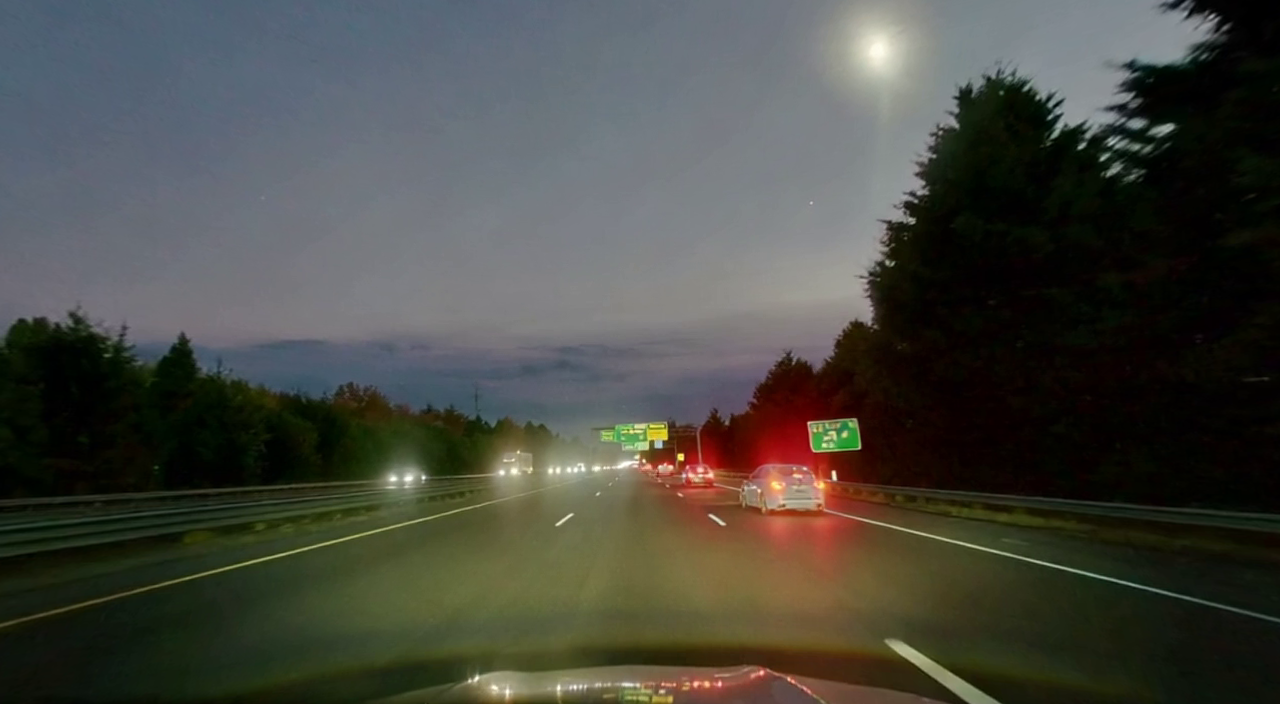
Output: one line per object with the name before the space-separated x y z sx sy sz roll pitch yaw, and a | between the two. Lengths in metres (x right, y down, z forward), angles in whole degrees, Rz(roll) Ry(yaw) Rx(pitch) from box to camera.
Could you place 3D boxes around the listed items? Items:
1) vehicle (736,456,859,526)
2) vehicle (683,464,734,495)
vehicle | 4.035 3.675 17.043 2.010 1.579 4.679 1 -10 -2
vehicle | 3.523 6.717 33.347 2.051 1.472 4.547 1 -10 -2
